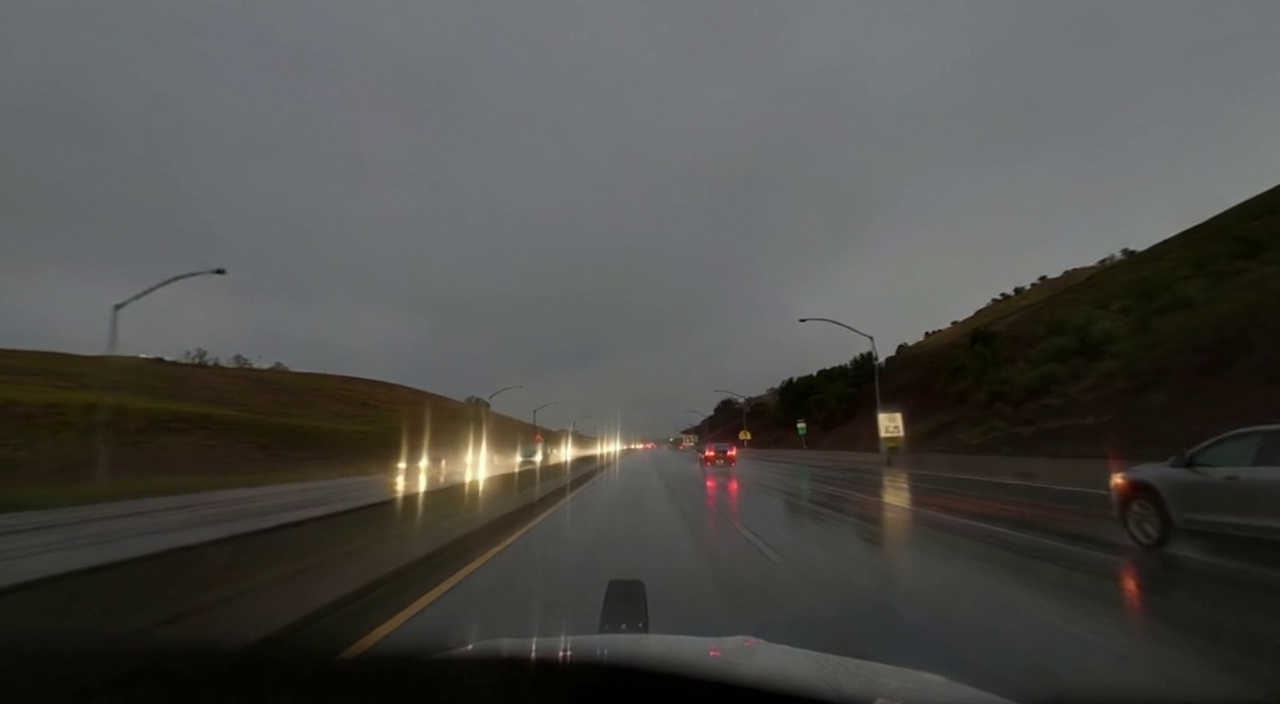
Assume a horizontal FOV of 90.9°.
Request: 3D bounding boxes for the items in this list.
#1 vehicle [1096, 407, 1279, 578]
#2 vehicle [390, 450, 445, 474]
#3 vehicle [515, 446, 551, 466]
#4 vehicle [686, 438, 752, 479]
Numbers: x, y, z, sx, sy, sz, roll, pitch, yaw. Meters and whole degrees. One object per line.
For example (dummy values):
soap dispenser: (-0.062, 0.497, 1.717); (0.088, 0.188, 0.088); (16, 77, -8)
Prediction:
vehicle: (6.779, 1.240, 5.537); (1.988, 1.530, 4.777); (0, -8, 0)
vehicle: (-15.545, 7.700, 44.362); (2.136, 1.479, 4.748); (-1, -8, 1)
vehicle: (-8.295, 8.068, 49.126); (1.949, 1.488, 4.526); (-1, -8, 1)
vehicle: (2.972, 4.129, 24.658); (2.044, 1.444, 4.216); (0, -8, 0)
